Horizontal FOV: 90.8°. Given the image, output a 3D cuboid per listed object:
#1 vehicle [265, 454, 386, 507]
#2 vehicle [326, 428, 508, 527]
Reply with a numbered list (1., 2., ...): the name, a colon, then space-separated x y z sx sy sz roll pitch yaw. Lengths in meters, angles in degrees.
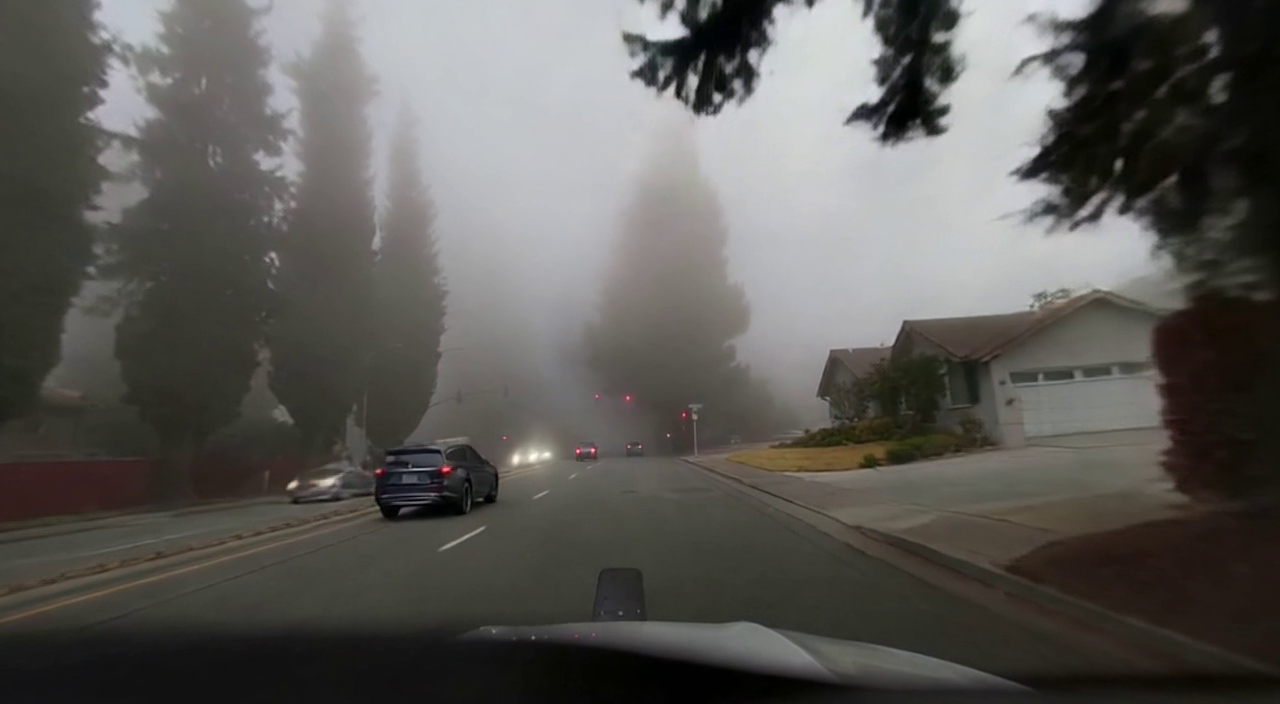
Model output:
1. vehicle: -10.652 4.348 21.806 1.949 1.526 4.351 0 -8 0
2. vehicle: -4.405 2.549 13.472 2.169 1.706 4.638 0 -8 0
